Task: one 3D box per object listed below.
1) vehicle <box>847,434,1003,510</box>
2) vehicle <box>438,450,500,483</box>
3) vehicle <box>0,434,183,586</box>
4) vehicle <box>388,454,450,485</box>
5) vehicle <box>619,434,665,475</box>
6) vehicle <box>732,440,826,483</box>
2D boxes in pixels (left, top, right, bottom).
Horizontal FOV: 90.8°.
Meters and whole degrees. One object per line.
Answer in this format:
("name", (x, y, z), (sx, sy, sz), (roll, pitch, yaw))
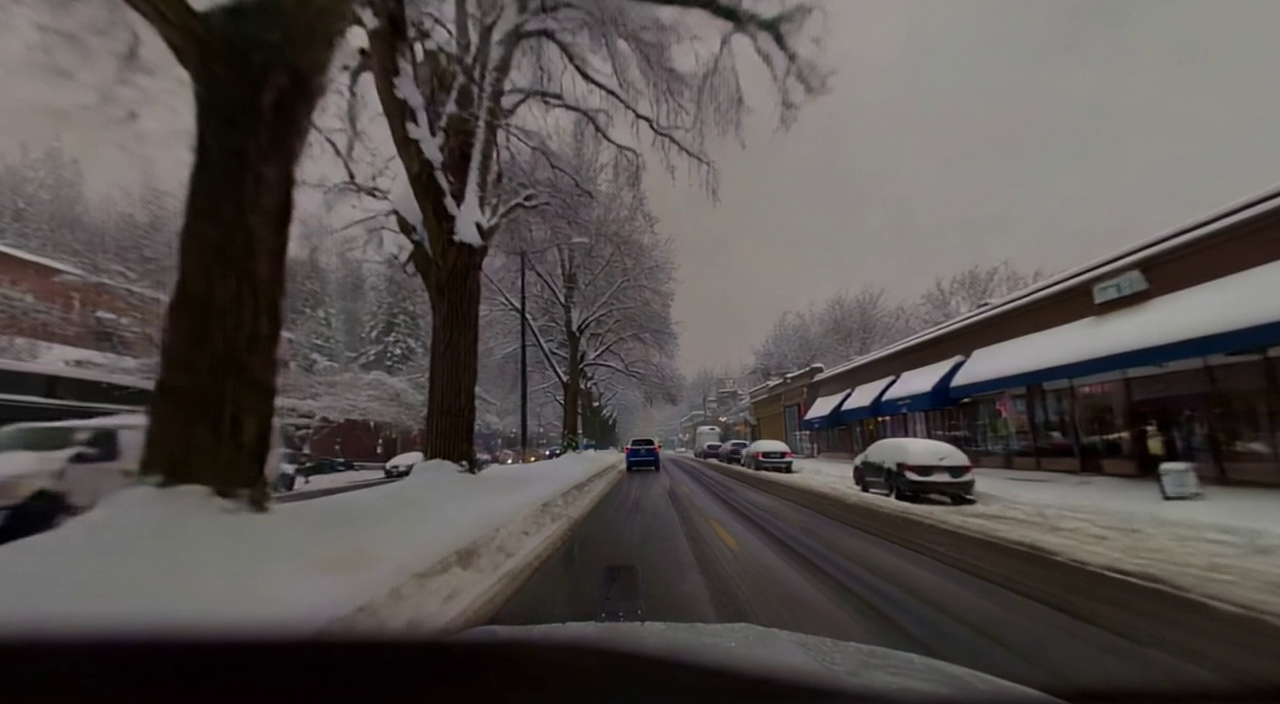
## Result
("vehicle", (7.273, 3.092, 16.752), (2.004, 1.714, 4.356), (0, -9, -1))
("vehicle", (-8.590, 5.765, 32.128), (1.982, 1.505, 4.065), (0, -9, 1))
("vehicle", (-8.128, 1.864, 7.719), (1.977, 1.669, 4.387), (0, -9, -4))
("vehicle", (-11.878, 6.328, 34.277), (1.808, 1.459, 4.129), (0, -9, 1))
("vehicle", (0.137, 5.521, 34.215), (2.293, 2.036, 4.853), (0, -9, 1))
("vehicle", (6.006, 4.787, 27.990), (2.114, 1.697, 4.739), (2, -9, -15))
